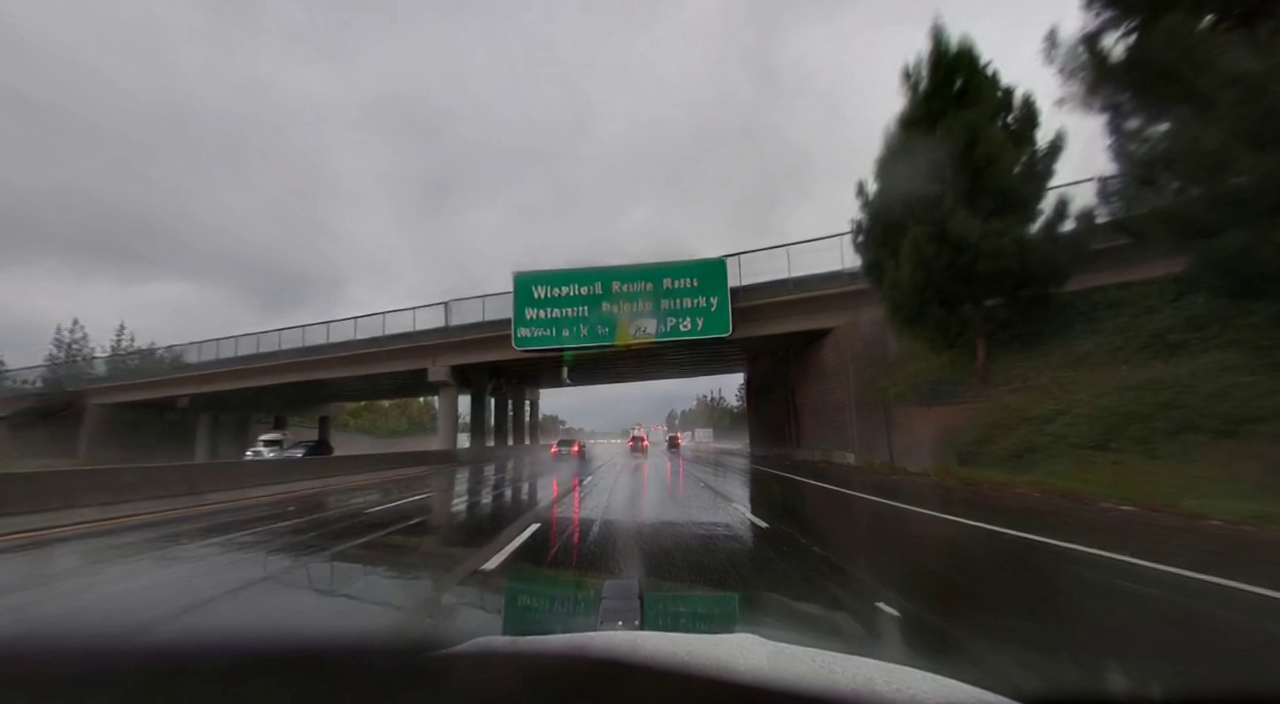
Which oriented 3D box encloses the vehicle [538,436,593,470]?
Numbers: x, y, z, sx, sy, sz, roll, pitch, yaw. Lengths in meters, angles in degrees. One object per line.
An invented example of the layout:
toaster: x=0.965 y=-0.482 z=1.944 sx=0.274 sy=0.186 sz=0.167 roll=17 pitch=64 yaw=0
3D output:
vehicle: x=-3.470 y=4.805 z=30.118 sx=2.066 sy=1.500 sz=4.415 roll=0 pitch=-8 yaw=0

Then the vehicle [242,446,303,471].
vehicle: x=-21.442 y=6.199 z=36.859 sx=1.498 sy=1.339 sz=3.334 roll=0 pitch=-8 yaw=0
